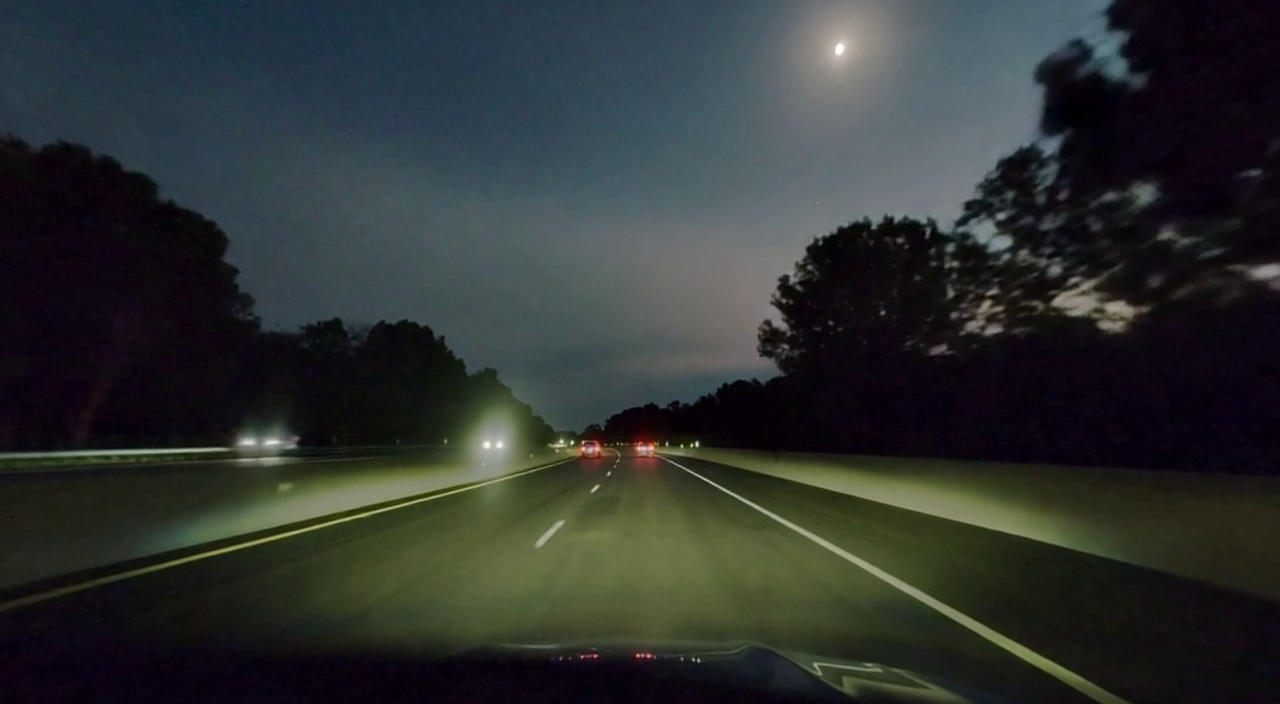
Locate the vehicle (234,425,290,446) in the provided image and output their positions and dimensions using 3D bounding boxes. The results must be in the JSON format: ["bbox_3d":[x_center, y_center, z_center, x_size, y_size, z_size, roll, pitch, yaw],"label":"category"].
[{"bbox_3d":[-29.655,6.608,49.508,1.844,1.582,4.193,0,-8,-2],"label":"vehicle"}]
